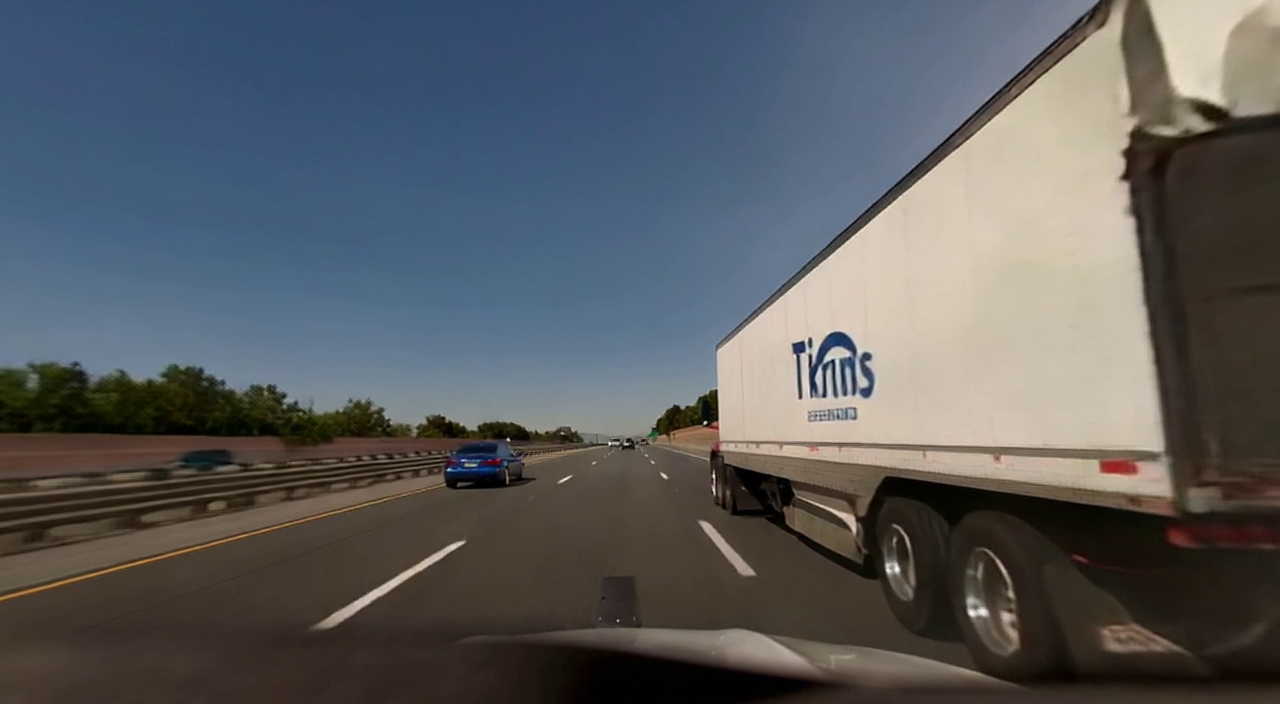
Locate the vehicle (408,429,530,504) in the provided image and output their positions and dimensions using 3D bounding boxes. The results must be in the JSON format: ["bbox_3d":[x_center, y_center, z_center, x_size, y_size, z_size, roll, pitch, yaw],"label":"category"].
[{"bbox_3d":[-4.250,2.916,16.491,2.063,1.661,4.439,1,-8,-2],"label":"vehicle"}]
